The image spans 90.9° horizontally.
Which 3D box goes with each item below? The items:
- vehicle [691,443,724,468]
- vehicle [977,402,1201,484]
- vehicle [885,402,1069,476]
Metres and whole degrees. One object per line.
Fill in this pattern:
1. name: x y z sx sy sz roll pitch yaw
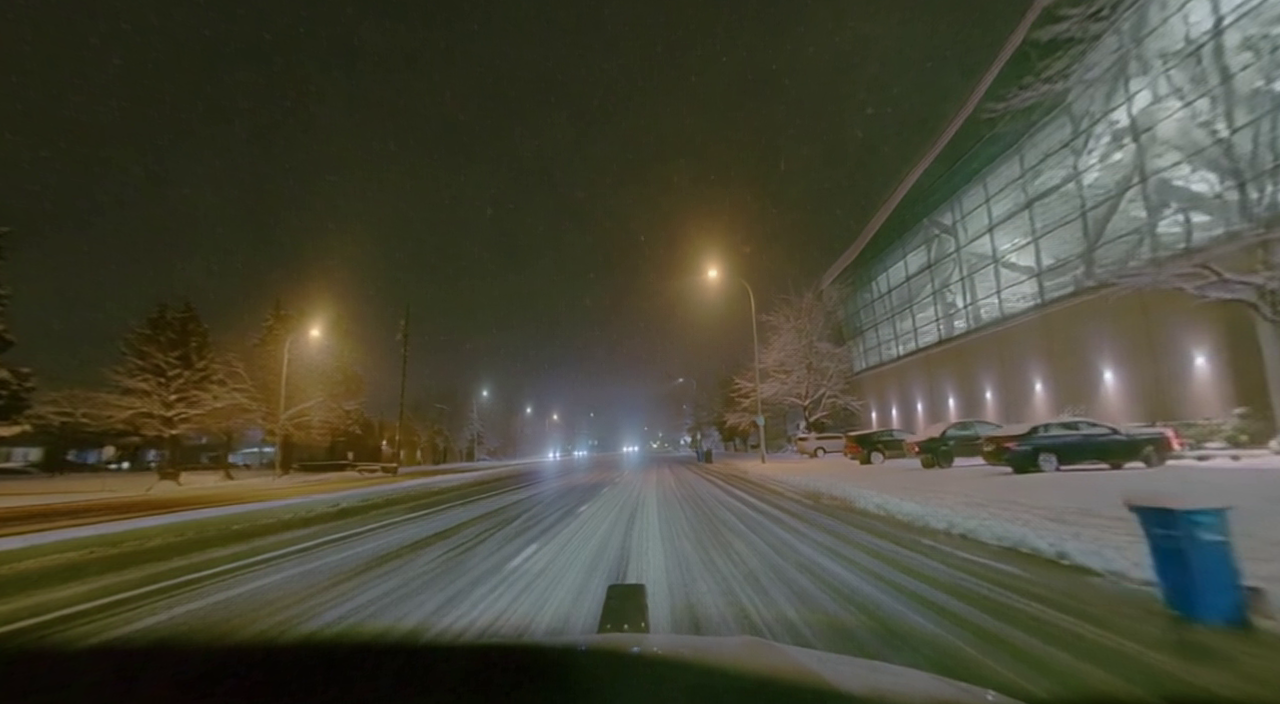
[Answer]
1. vehicle: 5.198 8.037 49.157 2.078 1.771 5.174 0 -8 0
2. vehicle: 12.133 2.491 17.306 4.478 1.578 1.944 -7 -9 2
3. vehicle: 12.122 3.195 22.975 5.330 1.917 2.001 -7 -10 1
